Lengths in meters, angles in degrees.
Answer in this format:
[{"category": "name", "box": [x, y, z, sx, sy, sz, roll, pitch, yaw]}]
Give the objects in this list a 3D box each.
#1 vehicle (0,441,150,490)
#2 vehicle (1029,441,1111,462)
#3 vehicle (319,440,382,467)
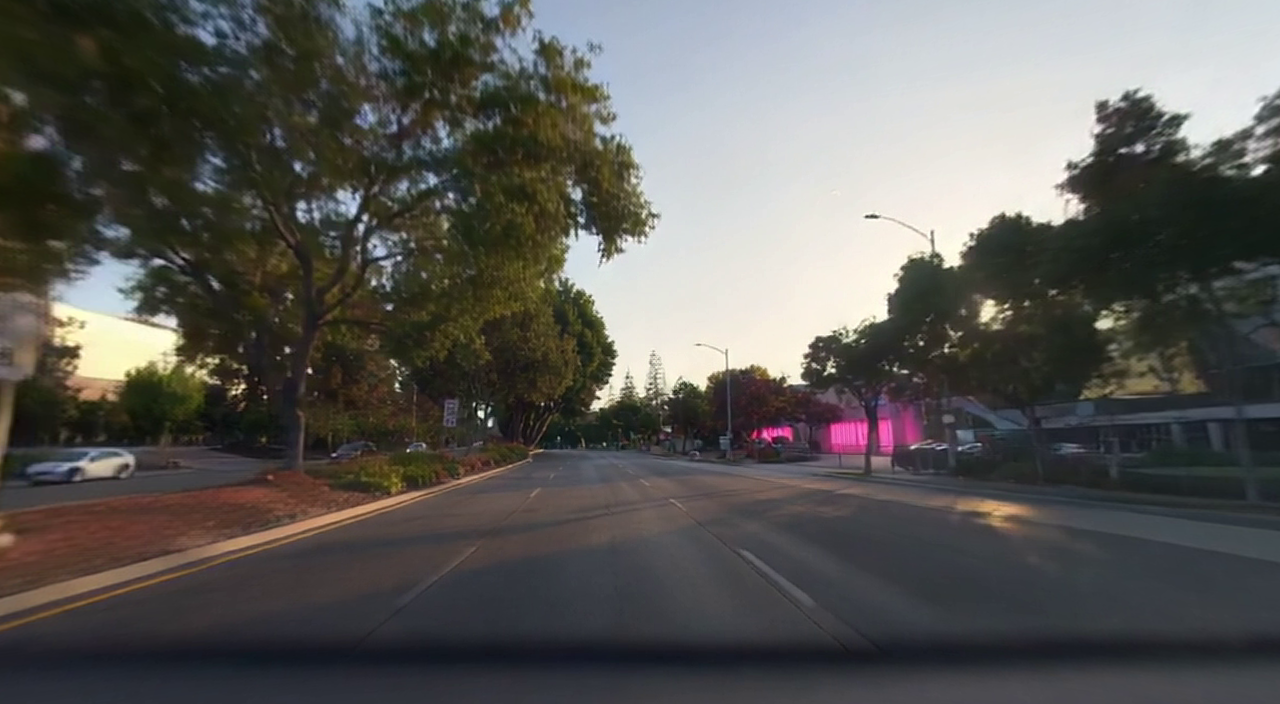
[{"category": "vehicle", "box": [-20.521, 4.047, 22.905, 1.954, 1.577, 4.590, 0, -8, -5]}, {"category": "vehicle", "box": [31.639, 7.330, 46.479, 4.490, 1.425, 2.022, 0, -8, 1]}, {"category": "vehicle", "box": [-17.524, 6.147, 38.368, 1.996, 1.513, 4.278, 0, -8, -4]}]
